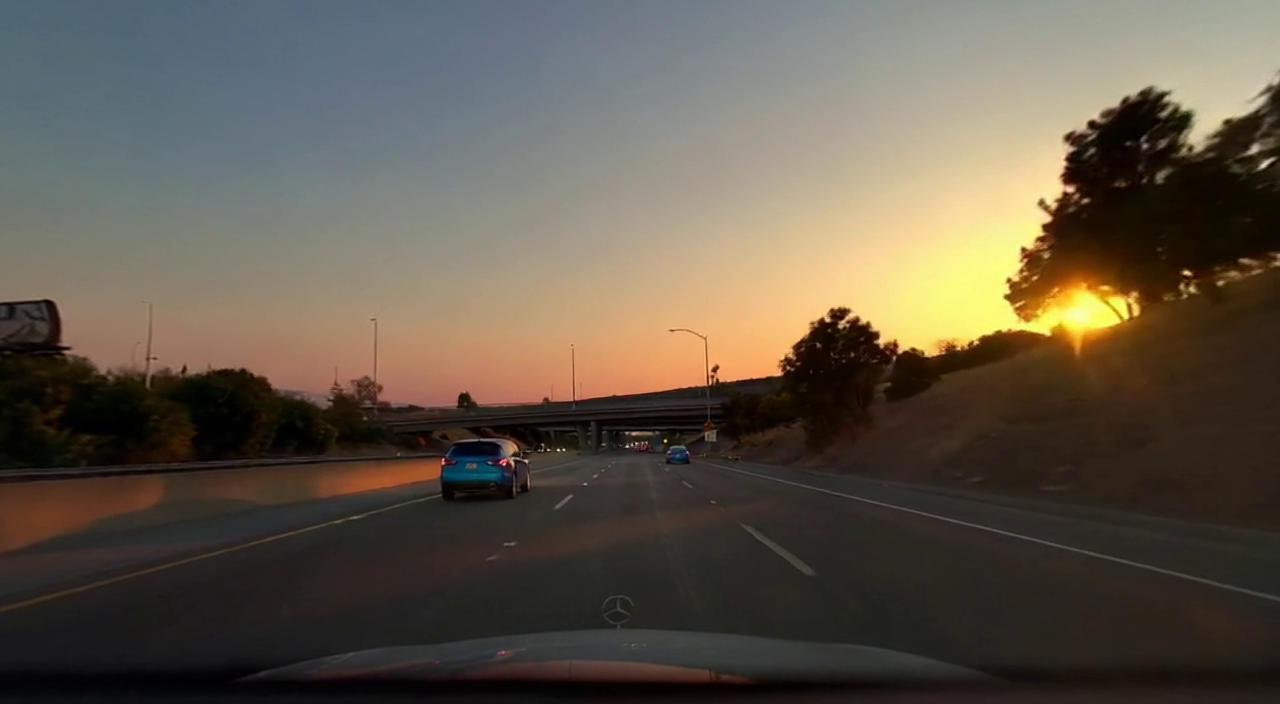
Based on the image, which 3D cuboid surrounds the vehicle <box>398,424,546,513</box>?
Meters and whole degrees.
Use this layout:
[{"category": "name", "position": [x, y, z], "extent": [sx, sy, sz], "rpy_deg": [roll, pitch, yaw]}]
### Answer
[{"category": "vehicle", "position": [-3.821, 2.770, 15.517], "extent": [2.205, 1.773, 5.124], "rpy_deg": [0, -9, 0]}]
